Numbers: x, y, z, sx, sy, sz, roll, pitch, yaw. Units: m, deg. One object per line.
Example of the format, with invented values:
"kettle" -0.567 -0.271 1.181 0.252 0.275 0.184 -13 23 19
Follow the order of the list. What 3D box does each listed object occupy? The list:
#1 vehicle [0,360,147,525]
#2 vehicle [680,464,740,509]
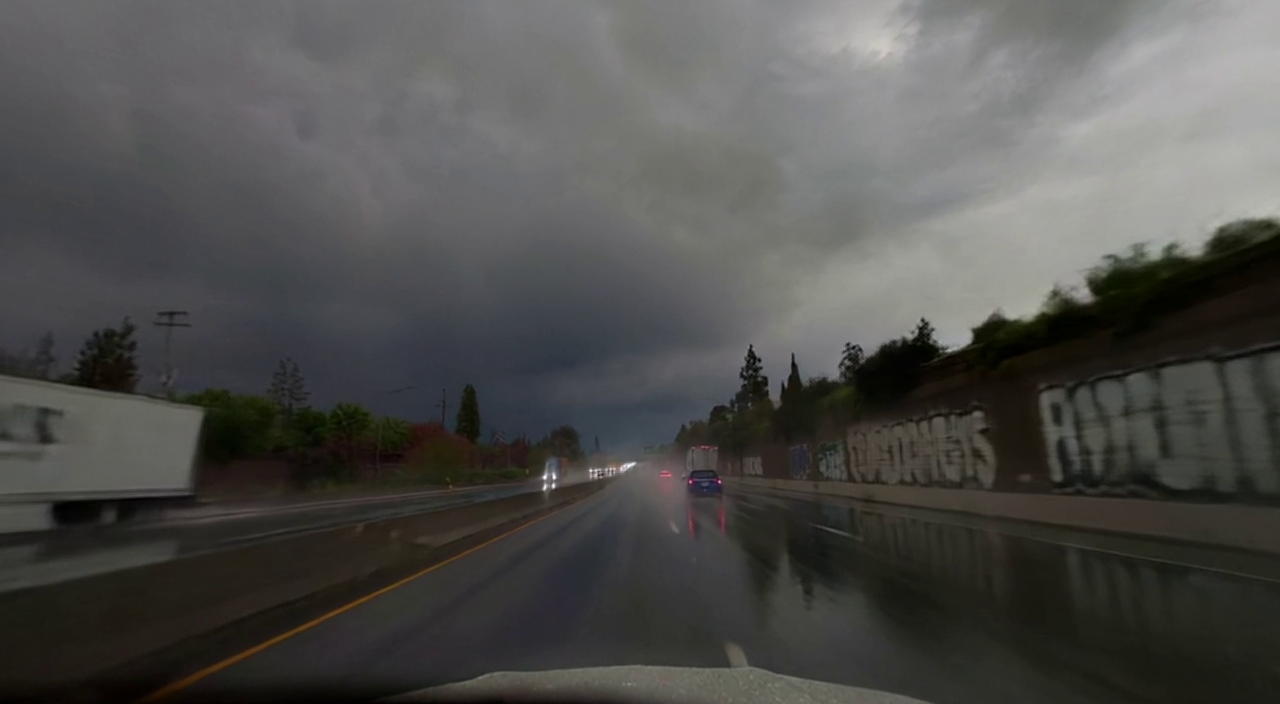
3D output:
"vehicle" -17.390 1.858 13.591 2.968 4.026 12.783 1 -10 1
"vehicle" 2.771 5.386 25.504 2.011 1.574 3.512 2 -10 0
